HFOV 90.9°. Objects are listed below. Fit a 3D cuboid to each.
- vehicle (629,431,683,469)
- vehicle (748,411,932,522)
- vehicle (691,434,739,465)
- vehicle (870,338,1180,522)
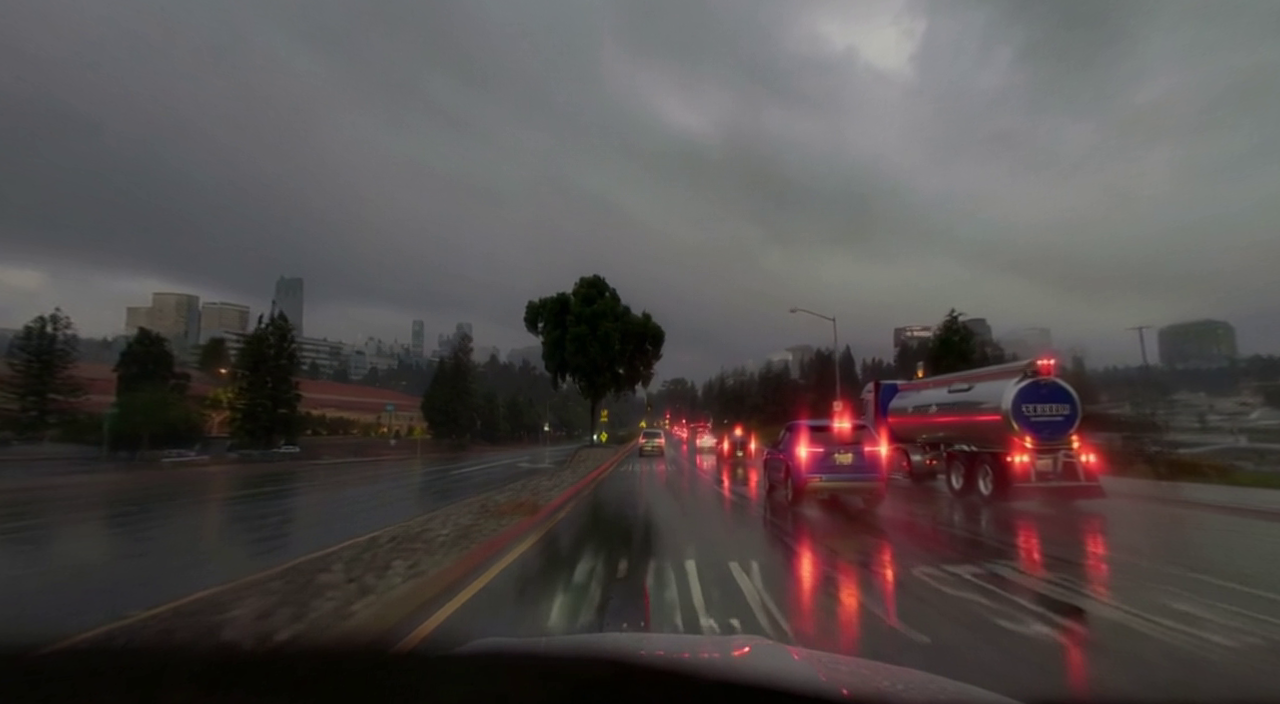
[{"bbox_3d":[0.636,4.210,27.059,2.148,1.488,4.002,0,-8,0],"label":"vehicle"},{"bbox_3d":[3.547,2.132,12.241,2.045,1.729,4.532,0,-8,0],"label":"vehicle"},{"bbox_3d":[3.864,5.123,33.219,1.917,1.475,4.081,0,-8,-1],"label":"vehicle"},{"bbox_3d":[7.873,1.801,14.214,2.849,3.207,6.275,0,-8,-1],"label":"vehicle"}]
